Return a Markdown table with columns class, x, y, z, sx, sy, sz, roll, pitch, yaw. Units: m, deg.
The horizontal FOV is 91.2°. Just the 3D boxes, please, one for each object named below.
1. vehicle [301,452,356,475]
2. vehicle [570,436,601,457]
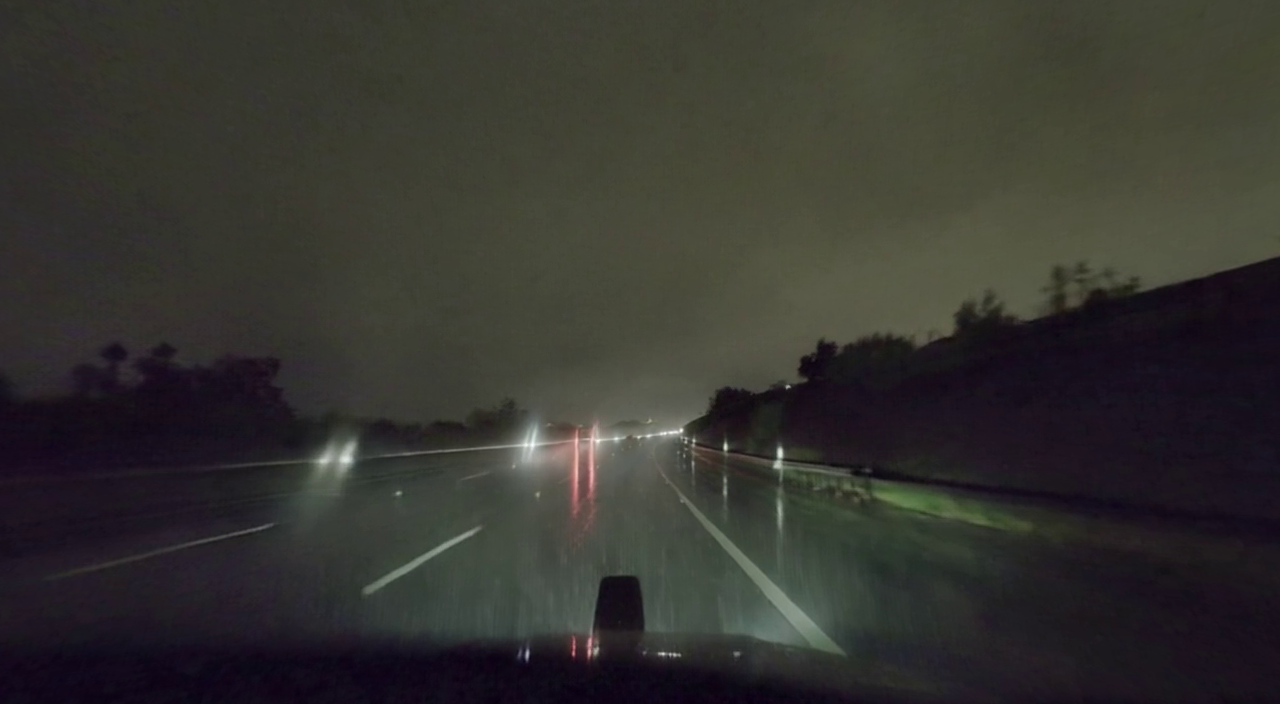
| class | x | y | z | sx | sy | sz | roll | pitch | yaw |
| --- | --- | --- | --- | --- | --- | --- | --- | --- | --- |
| vehicle | -21.324 | 7.618 | 43.048 | 1.787 | 1.481 | 3.887 | 0 | -9 | 0 |
| vehicle | -4.213 | 7.453 | 49.232 | 1.998 | 1.584 | 4.005 | 0 | -9 | 1 |
